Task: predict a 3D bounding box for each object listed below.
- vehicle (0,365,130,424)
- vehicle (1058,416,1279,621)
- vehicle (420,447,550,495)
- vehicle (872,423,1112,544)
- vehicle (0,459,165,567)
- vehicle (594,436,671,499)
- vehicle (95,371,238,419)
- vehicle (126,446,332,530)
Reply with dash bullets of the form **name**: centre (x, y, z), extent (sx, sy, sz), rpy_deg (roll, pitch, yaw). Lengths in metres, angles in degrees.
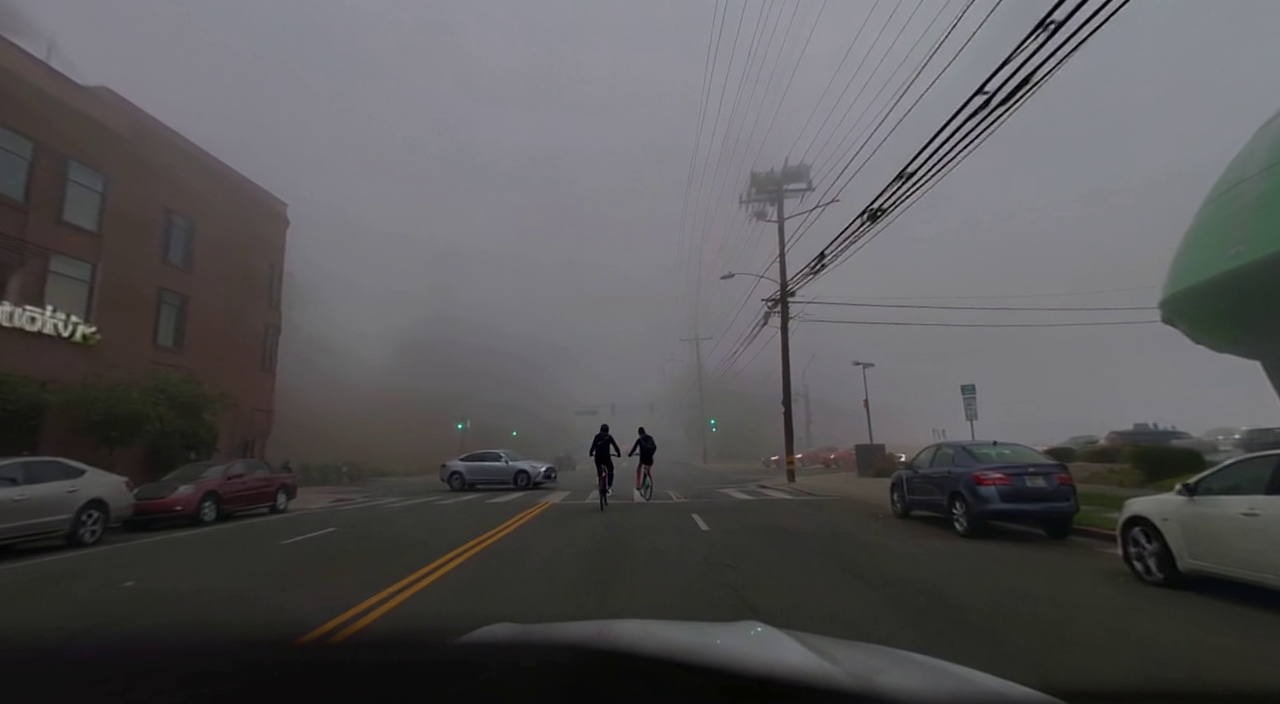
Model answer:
- **vehicle**: centre (-17.263, 1.261, 18.097), extent (3.750, 1.495, 1.727), rpy_deg (-1, -8, -2)
- **vehicle**: centre (5.890, 1.357, 5.367), extent (1.900, 1.566, 3.995), rpy_deg (0, -8, 0)
- **vehicle**: centre (-6.271, 4.838, 26.096), extent (4.961, 1.832, 2.287), rpy_deg (1, -9, -10)
- **vehicle**: centre (5.823, 2.193, 11.156), extent (1.873, 1.714, 3.979), rpy_deg (0, -8, 0)
- **vehicle**: centre (-10.230, 2.494, 9.989), extent (1.904, 1.495, 4.585), rpy_deg (0, -9, -1)
- **vehicle**: centre (-0.194, 3.606, 20.170), extent (2.190, 1.783, 4.048), rpy_deg (0, -8, 1)
- **vehicle**: centre (-17.109, 1.598, 22.969), extent (3.685, 1.584, 1.708), rpy_deg (1, -9, -3)
- **vehicle**: centre (-10.274, 3.372, 16.426), extent (2.075, 1.816, 4.900), rpy_deg (0, -8, -1)
